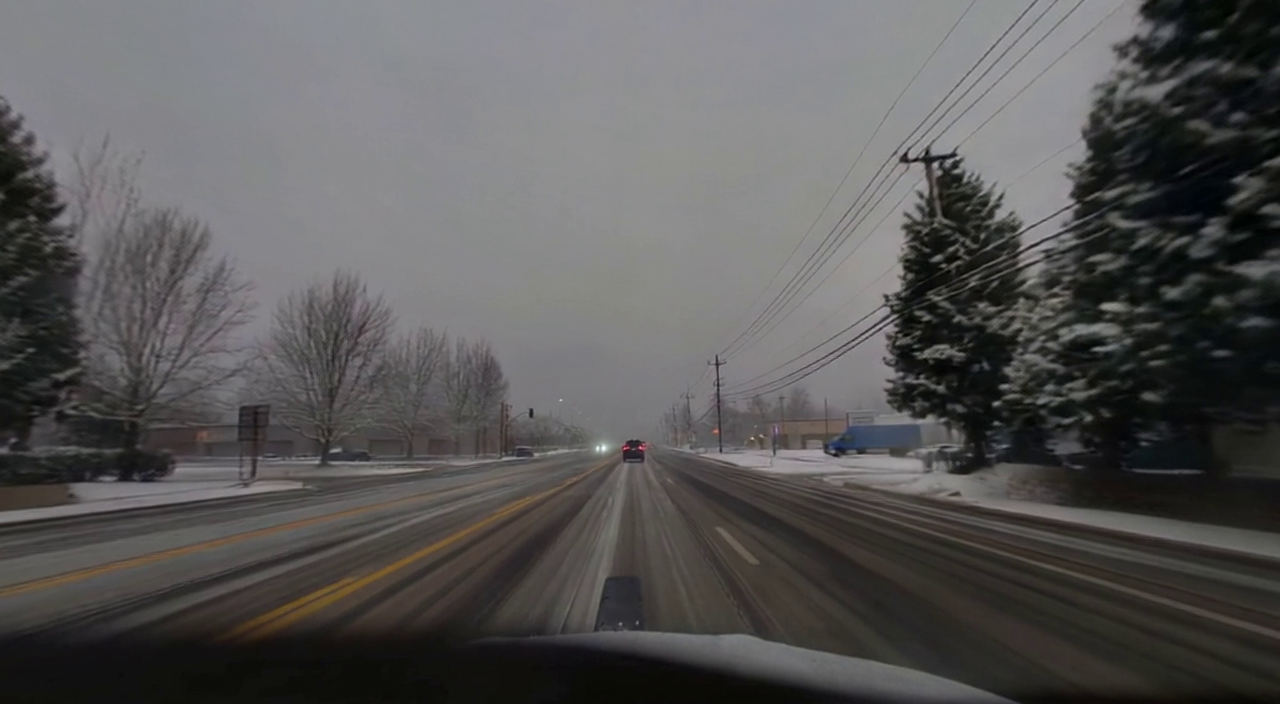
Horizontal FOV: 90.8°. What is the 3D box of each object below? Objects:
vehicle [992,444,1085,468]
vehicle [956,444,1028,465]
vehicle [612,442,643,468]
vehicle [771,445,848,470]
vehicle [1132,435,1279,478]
[{"bbox_3d":[25.745,6.701,40.917,4.625,1.484,1.997,-1,-8,1],"label":"vehicle"},{"bbox_3d":[25.768,7.533,46.374,4.134,1.441,1.836,-1,-8,1],"label":"vehicle"},{"bbox_3d":[-0.791,6.667,41.253,1.937,1.588,3.746,0,-8,0],"label":"vehicle"},{"bbox_3d":[11.701,7.316,43.926,4.758,1.496,1.871,-2,-9,-1],"label":"vehicle"},{"bbox_3d":[24.828,4.566,27.679,4.805,1.781,1.974,0,-8,0],"label":"vehicle"}]
